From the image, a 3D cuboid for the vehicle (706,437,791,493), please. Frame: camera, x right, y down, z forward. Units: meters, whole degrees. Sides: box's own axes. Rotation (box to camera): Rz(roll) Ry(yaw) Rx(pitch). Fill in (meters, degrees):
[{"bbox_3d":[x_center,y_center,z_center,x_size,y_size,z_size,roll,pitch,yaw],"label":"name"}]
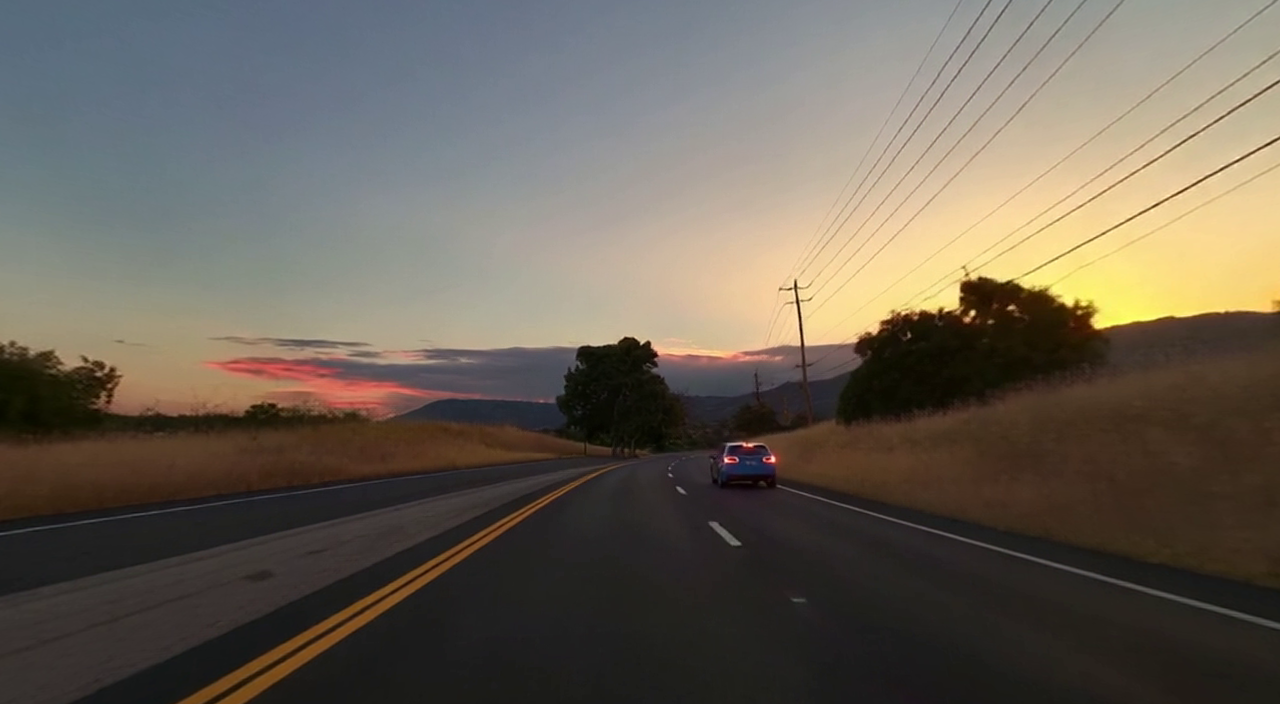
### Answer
[{"bbox_3d":[3.523,3.769,21.362,2.135,1.692,4.185,0,-9,0],"label":"vehicle"}]
